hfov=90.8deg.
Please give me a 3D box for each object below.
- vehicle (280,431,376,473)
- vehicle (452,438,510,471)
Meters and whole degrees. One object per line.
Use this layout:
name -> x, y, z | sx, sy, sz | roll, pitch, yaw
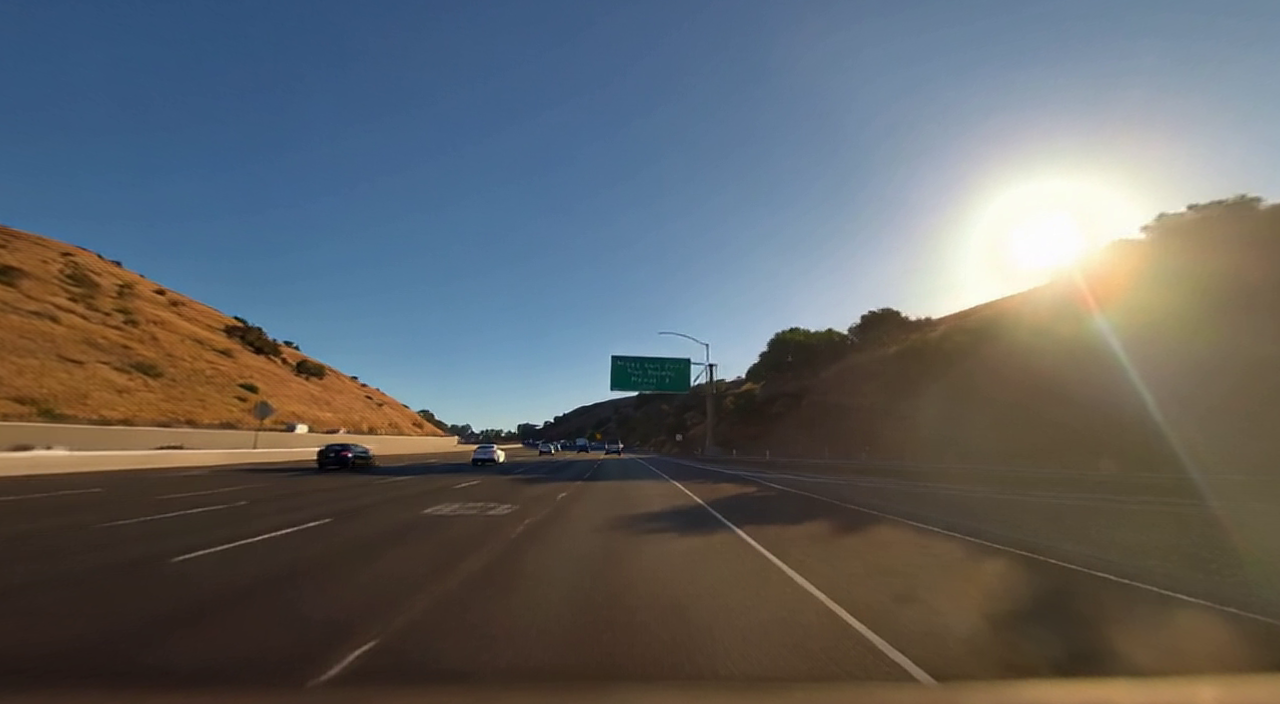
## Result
vehicle -> -15.735, 5.095, 32.302 | 2.240, 1.953, 5.452 | 0, -8, -1
vehicle -> -8.683, 5.626, 34.864 | 2.104, 1.715, 4.319 | 0, -8, -1
